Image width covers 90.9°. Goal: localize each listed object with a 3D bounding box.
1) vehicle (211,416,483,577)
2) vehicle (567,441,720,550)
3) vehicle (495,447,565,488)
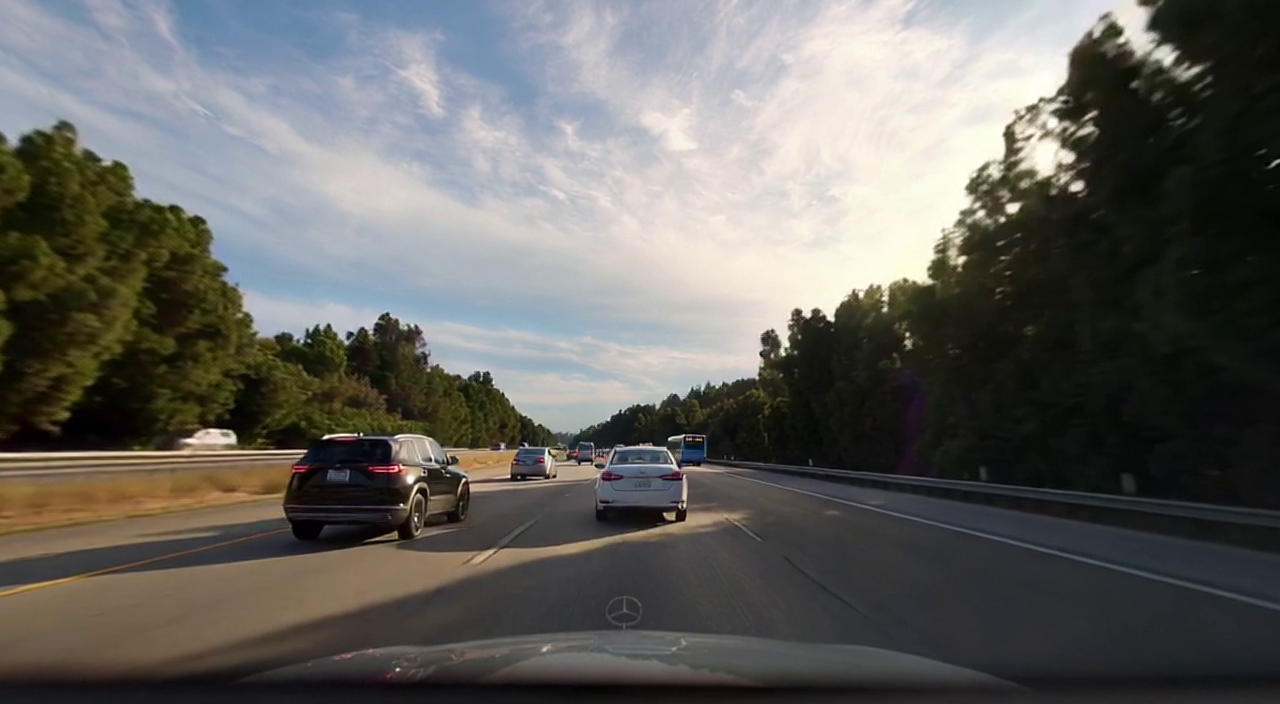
[{"bbox_3d":[-3.667,1.875,8.895,1.830,1.703,4.142,0,-9,0],"label":"vehicle"},{"bbox_3d":[-0.011,2.320,10.863,2.120,1.478,4.179,0,-9,-2],"label":"vehicle"},{"bbox_3d":[-4.337,4.623,25.477,2.122,1.491,3.800,0,-9,0],"label":"vehicle"}]
